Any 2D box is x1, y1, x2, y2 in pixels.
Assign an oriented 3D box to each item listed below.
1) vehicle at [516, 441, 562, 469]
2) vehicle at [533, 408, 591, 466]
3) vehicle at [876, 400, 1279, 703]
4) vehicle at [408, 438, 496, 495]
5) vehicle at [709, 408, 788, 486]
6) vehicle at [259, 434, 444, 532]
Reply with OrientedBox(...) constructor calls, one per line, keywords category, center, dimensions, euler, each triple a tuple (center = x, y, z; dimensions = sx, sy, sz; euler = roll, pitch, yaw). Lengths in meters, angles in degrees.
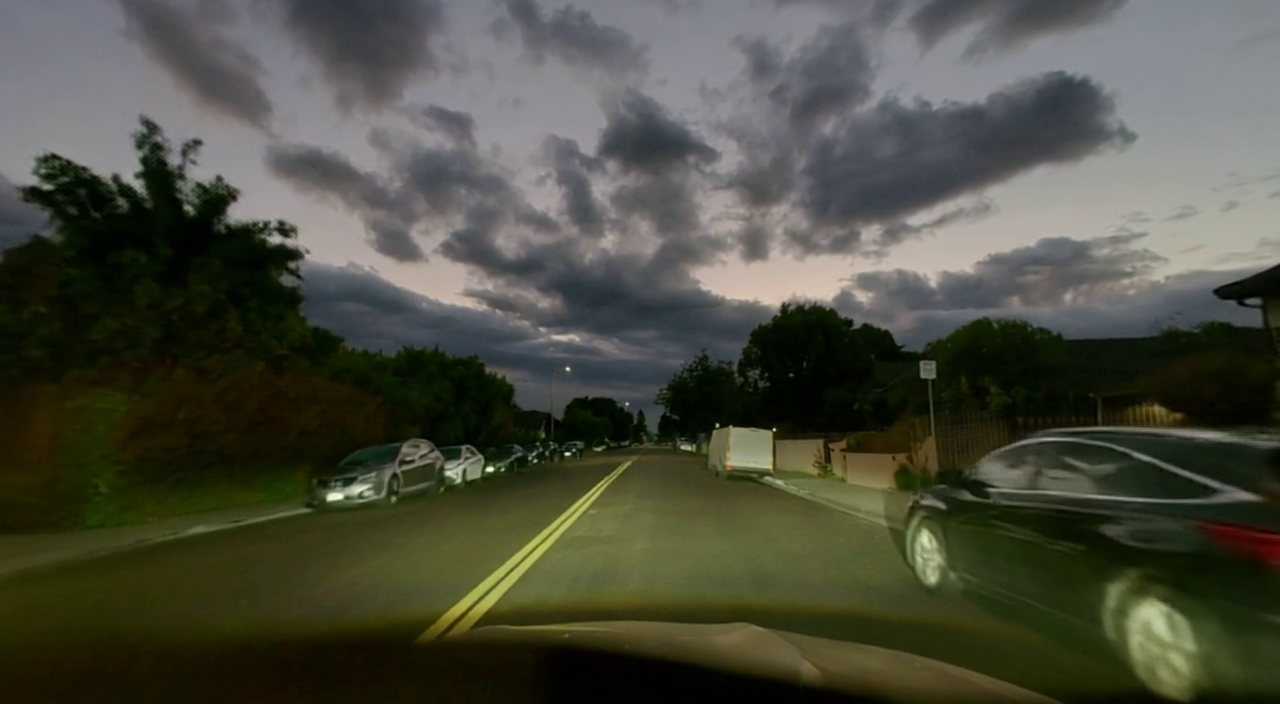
OrientedBox(category="vehicle", center=(-5.600, 5.723, 35.267), dimensions=(1.921, 1.470, 4.068), euler=(0, -8, -1))
OrientedBox(category="vehicle", center=(-5.270, 5.944, 44.058), dimensions=(2.896, 3.648, 8.004), euler=(-1, -8, 1))
OrientedBox(category="vehicle", center=(3.219, 1.133, 3.845), dimensions=(1.916, 1.484, 4.638), euler=(-1, -8, 2))
OrientedBox(category="vehicle", center=(-5.856, 3.538, 19.956), dimensions=(1.758, 1.519, 3.396), euler=(-3, -8, 0))
OrientedBox(category="vehicle", center=(3.837, 3.451, 23.158), dimensions=(2.215, 2.542, 4.550), euler=(-1, -8, 2))
OrientedBox(category="vehicle", center=(-5.972, 2.684, 13.775), dimensions=(1.901, 1.472, 4.676), euler=(-3, -5, 0))
